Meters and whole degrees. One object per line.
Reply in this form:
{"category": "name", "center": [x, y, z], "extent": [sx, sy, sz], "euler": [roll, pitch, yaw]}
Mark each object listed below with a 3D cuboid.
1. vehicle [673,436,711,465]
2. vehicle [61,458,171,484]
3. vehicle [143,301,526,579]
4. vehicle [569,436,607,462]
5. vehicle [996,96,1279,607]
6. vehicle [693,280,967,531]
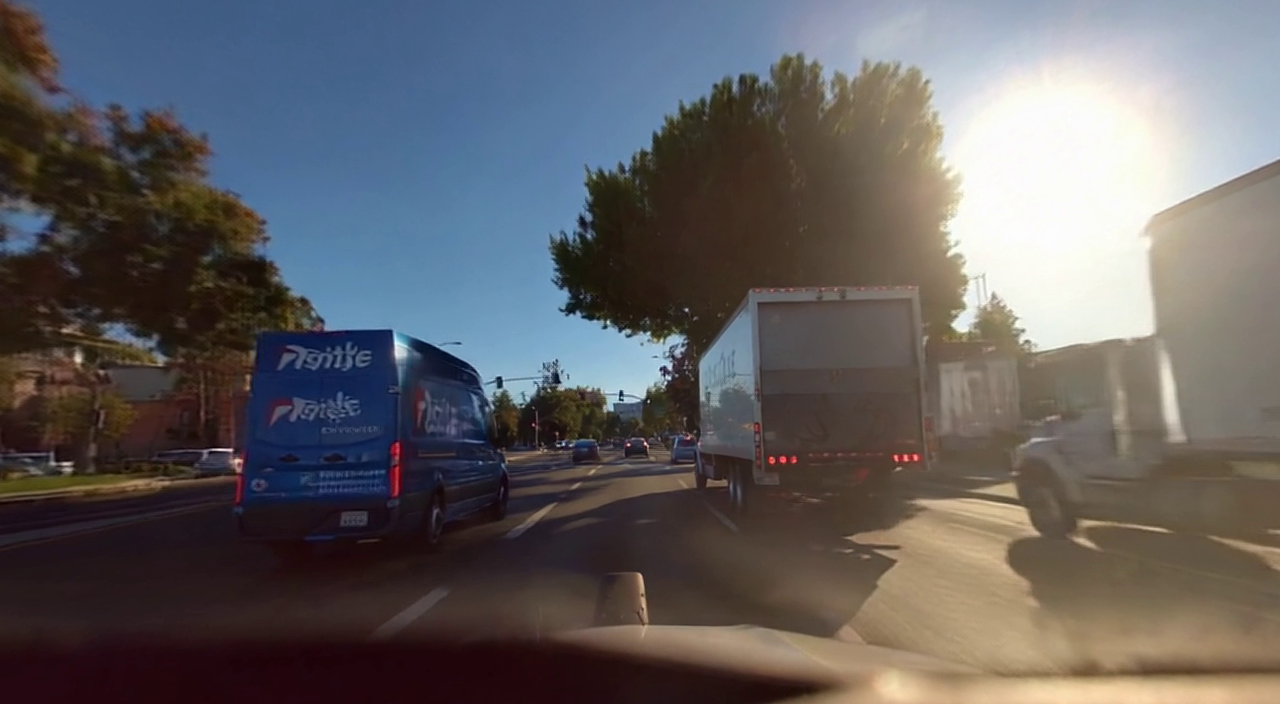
{"category": "vehicle", "center": [3.121, 6.042, 38.796], "extent": [1.869, 1.616, 4.346], "euler": [0, -9, -1]}
{"category": "vehicle", "center": [-31.442, 7.131, 38.113], "extent": [4.630, 1.412, 2.019], "euler": [4, -10, -25]}
{"category": "vehicle", "center": [-3.629, 1.345, 9.626], "extent": [2.443, 2.784, 6.493], "euler": [0, -9, 1]}
{"category": "vehicle", "center": [-3.776, 7.191, 46.790], "extent": [2.356, 1.766, 5.674], "euler": [0, -9, 0]}
{"category": "vehicle", "center": [6.852, -0.706, 0.734], "extent": [2.926, 4.221, 16.975], "euler": [0, -9, 0]}
{"category": "vehicle", "center": [3.029, 1.449, 13.768], "extent": [2.861, 3.525, 9.858], "euler": [0, -9, 0]}
